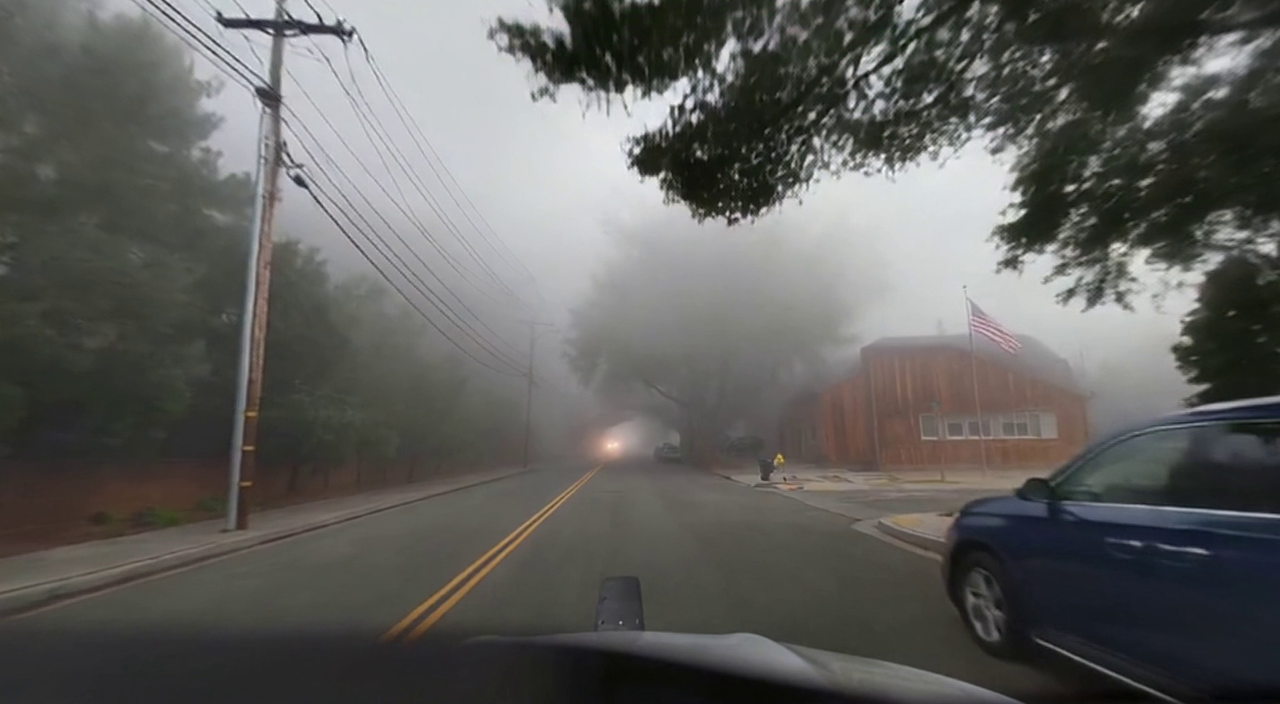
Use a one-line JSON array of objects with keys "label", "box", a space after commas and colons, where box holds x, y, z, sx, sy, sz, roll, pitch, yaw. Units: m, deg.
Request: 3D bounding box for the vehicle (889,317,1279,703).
[{"label": "vehicle", "box": [3.306, 0.888, 2.946, 2.203, 1.787, 4.704, 0, -8, -2]}]
